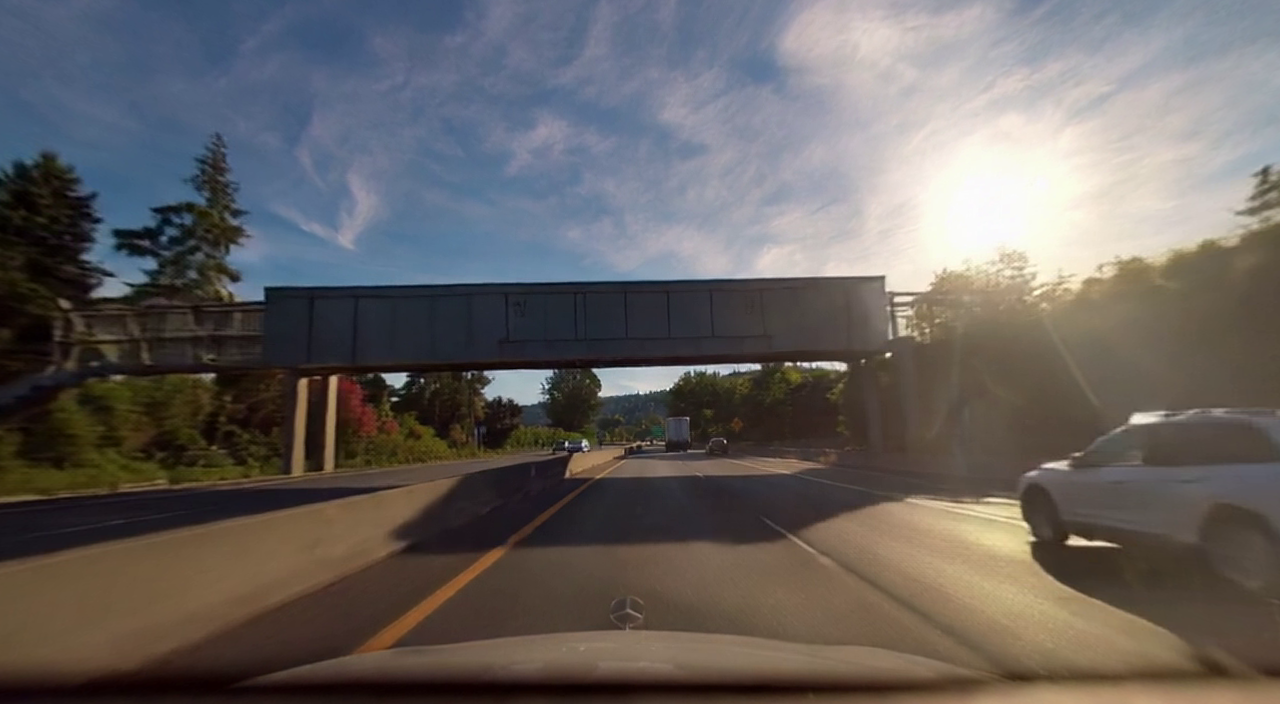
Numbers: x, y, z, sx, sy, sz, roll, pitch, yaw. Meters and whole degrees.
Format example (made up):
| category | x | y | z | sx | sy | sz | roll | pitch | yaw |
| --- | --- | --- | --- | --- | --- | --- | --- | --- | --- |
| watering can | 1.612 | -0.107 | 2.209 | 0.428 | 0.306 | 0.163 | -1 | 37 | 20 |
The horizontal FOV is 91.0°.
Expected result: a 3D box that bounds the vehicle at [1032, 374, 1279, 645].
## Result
| category | x | y | z | sx | sy | sz | roll | pitch | yaw |
| --- | --- | --- | --- | --- | --- | --- | --- | --- | --- |
| vehicle | 4.677 | 0.932 | 3.767 | 1.954 | 1.550 | 4.140 | 0 | -8 | 0 |
